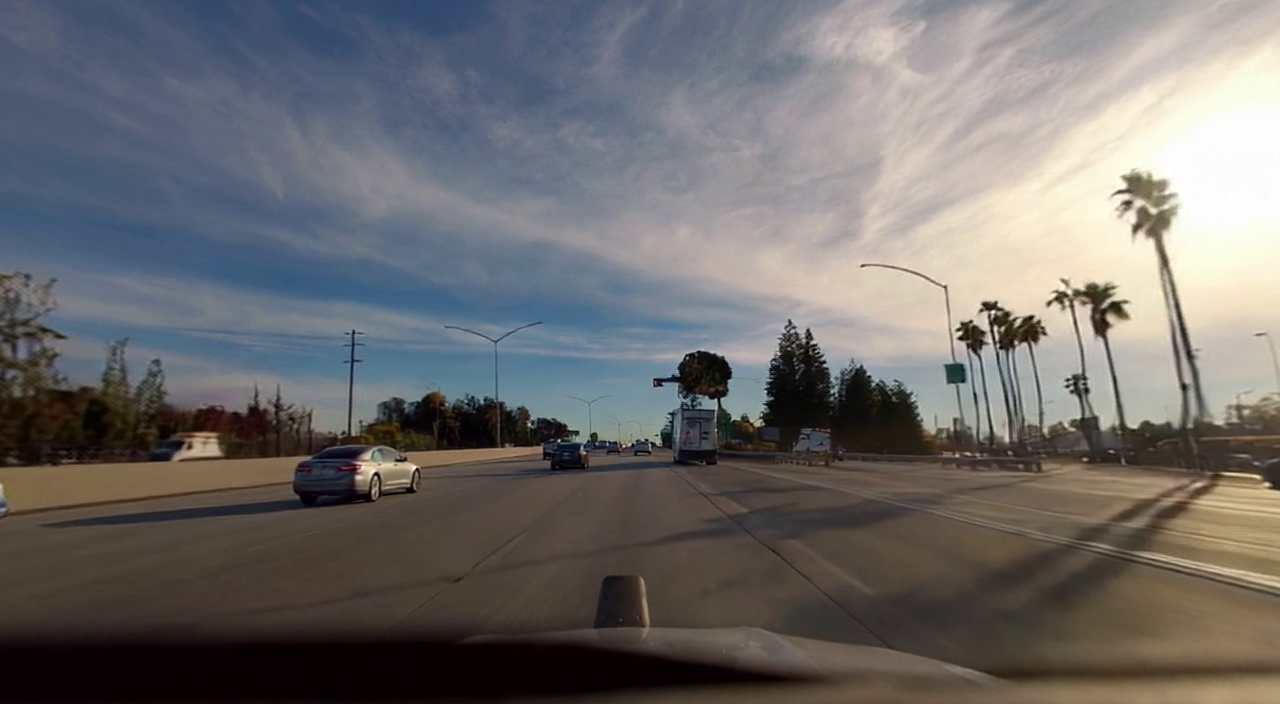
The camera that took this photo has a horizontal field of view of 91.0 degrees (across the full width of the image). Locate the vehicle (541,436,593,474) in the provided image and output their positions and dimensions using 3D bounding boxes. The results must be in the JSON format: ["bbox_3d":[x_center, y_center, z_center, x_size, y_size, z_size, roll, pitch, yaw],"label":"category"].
[{"bbox_3d":[-3.488,5.034,30.909,2.017,1.683,4.094,0,-9,0],"label":"vehicle"}]

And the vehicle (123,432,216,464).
[{"bbox_3d":[-35.778,7.356,48.146,2.513,2.308,5.702,0,-9,2],"label":"vehicle"}]

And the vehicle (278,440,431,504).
[{"bbox_3d":[-7.455,3.163,17.034,2.050,1.487,4.372,0,-9,0],"label":"vehicle"}]

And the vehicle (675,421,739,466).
[{"bbox_3d":[4.278,6.447,44.048,2.891,2.596,15.534,0,-9,0],"label":"vehicle"}]
